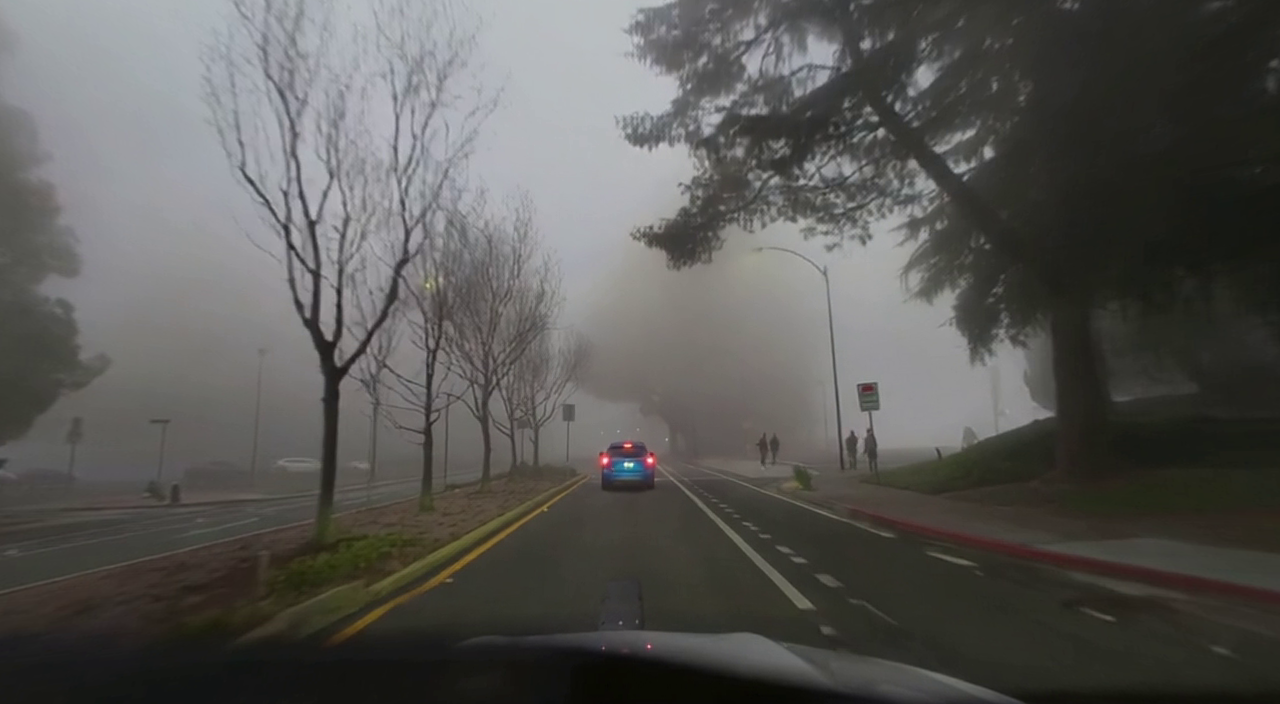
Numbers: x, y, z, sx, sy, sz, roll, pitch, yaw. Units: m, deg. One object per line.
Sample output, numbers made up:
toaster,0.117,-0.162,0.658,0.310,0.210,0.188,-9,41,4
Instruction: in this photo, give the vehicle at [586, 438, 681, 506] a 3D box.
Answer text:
vehicle,-0.197,3.141,17.023,2.221,1.570,4.398,0,-8,-1

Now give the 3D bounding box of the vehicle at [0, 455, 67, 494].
vehicle,-35.745,6.840,35.362,5.087,1.999,2.056,0,-8,-2

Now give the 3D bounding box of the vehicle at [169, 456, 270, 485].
vehicle,-22.957,6.469,34.597,4.038,1.531,2.015,0,-9,-3

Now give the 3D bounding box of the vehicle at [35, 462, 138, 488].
vehicle,-35.359,7.876,40.464,4.500,1.542,2.155,0,-9,-1

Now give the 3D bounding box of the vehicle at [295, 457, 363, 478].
vehicle,-23.173,8.618,47.216,4.086,1.478,1.844,0,-8,-4
